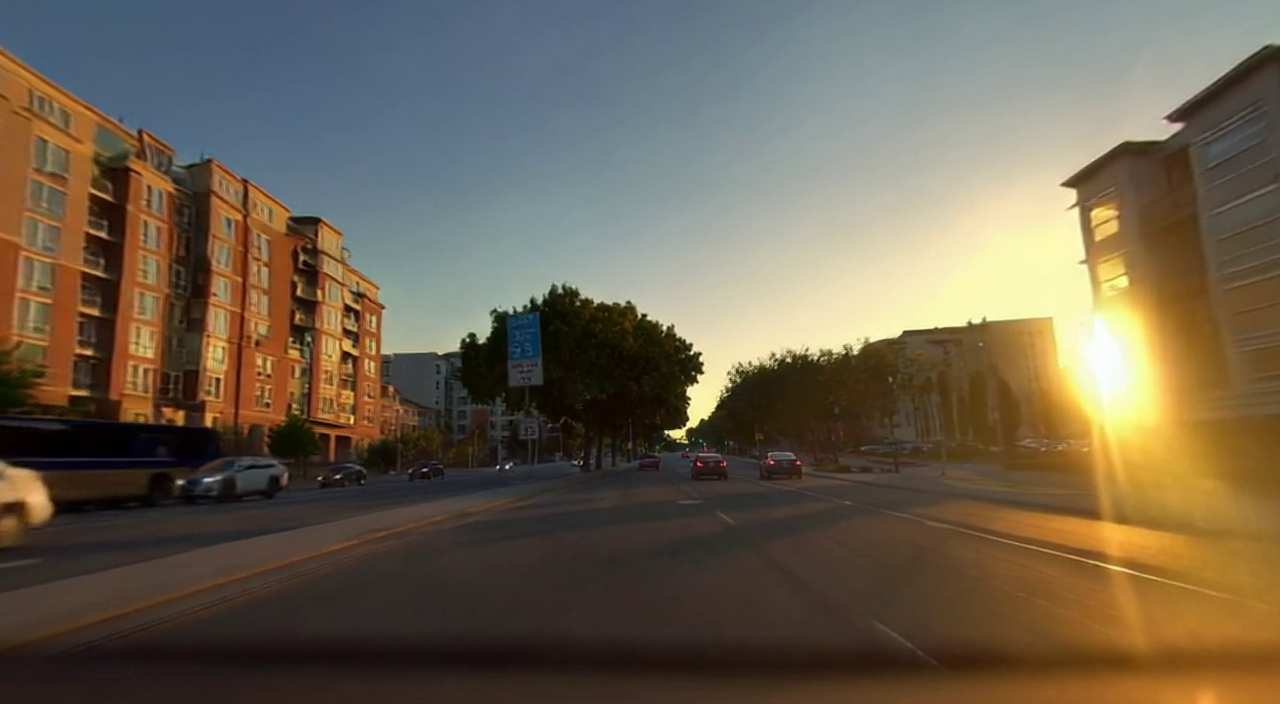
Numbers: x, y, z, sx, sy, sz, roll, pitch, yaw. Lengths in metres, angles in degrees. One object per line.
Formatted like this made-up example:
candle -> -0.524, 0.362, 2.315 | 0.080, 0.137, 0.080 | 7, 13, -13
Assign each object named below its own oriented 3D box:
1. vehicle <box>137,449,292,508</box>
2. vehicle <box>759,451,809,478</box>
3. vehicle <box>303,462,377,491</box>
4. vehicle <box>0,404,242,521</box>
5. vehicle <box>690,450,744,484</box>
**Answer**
vehicle -> -14.611, 4.327, 22.119 | 2.024, 1.798, 4.588 | -1, -9, 3
vehicle -> 8.227, 6.455, 36.489 | 1.932, 1.439, 4.159 | 0, -9, 0
vehicle -> -17.403, 7.229, 36.906 | 1.804, 1.421, 4.659 | -1, -9, 3
vehicle -> -18.244, 3.730, 21.978 | 2.785, 3.210, 8.792 | -1, -9, 2
vehicle -> 3.664, 5.541, 30.774 | 2.020, 1.479, 4.650 | 0, -9, 0
